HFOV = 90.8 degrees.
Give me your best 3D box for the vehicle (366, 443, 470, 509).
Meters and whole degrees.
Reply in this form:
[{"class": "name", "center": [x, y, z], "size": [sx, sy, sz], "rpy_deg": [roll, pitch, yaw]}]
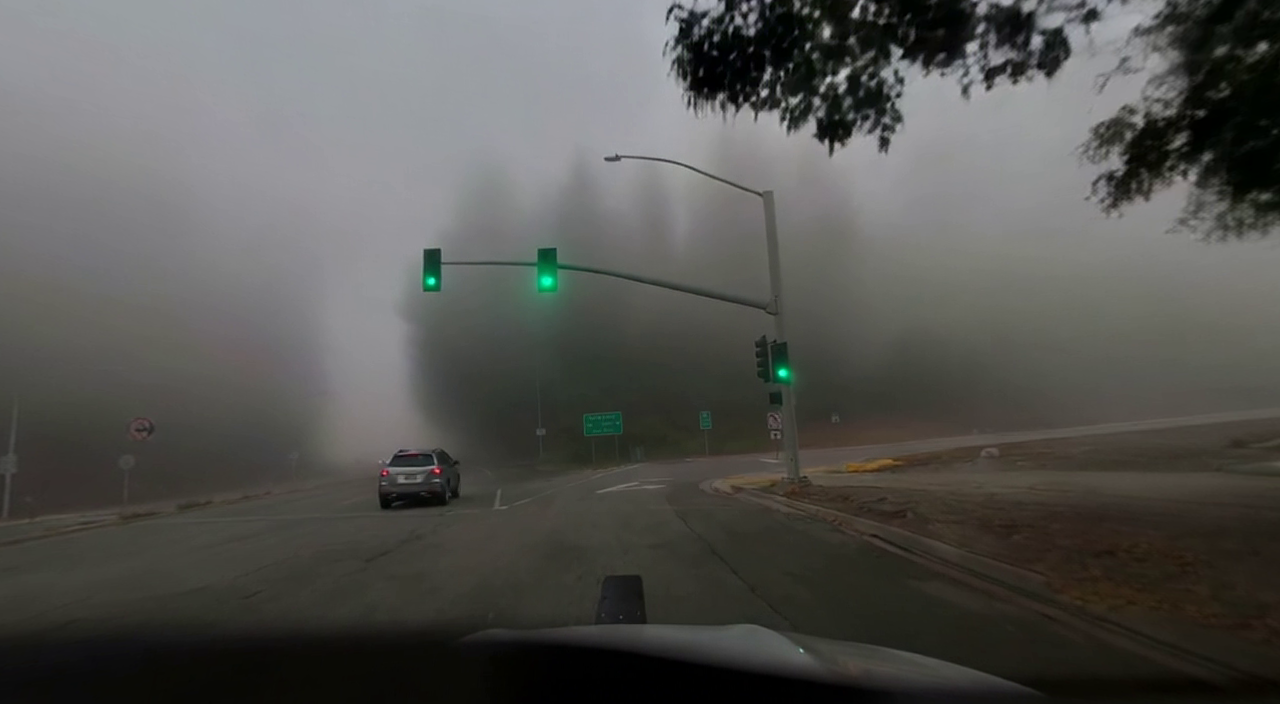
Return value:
[{"class": "vehicle", "center": [-6.511, 3.648, 19.134], "size": [2.134, 1.707, 4.471], "rpy_deg": [1, -9, -9]}]
